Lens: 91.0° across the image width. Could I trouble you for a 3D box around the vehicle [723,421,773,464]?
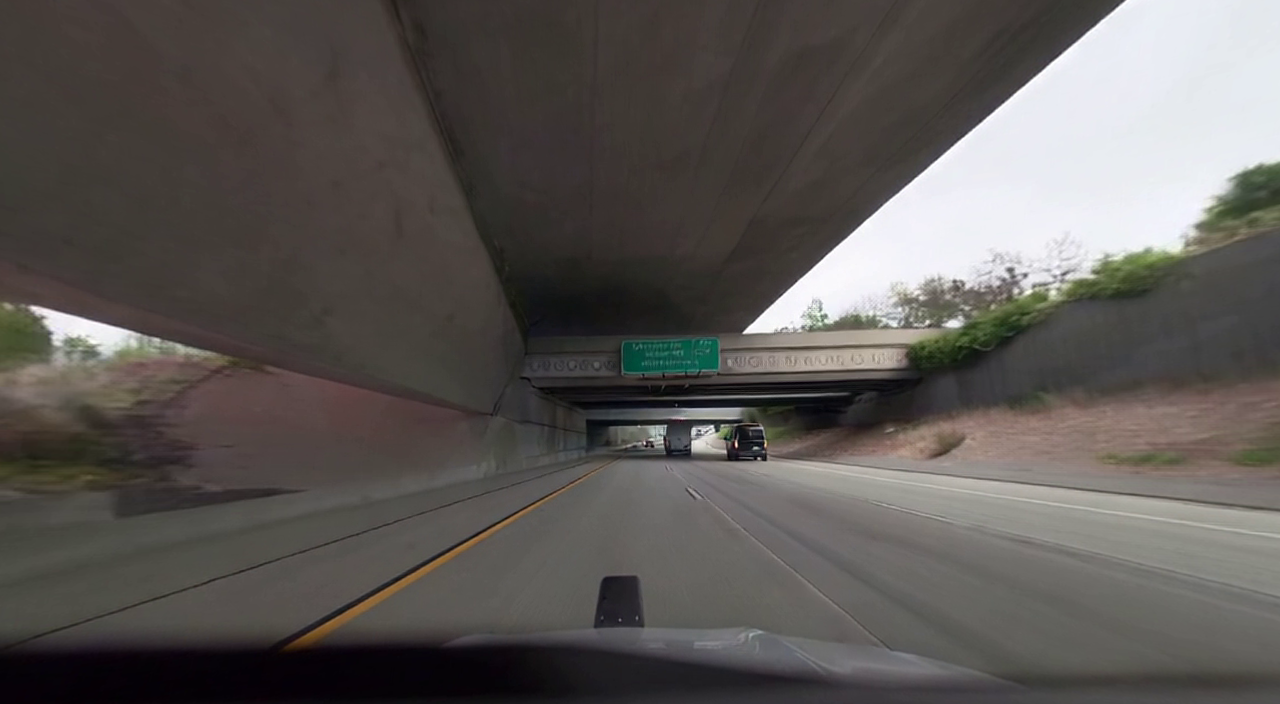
[{"bbox_3d":[7.589,6.455,45.035,2.379,2.819,6.294,0,-8,0],"label":"vehicle"}]
